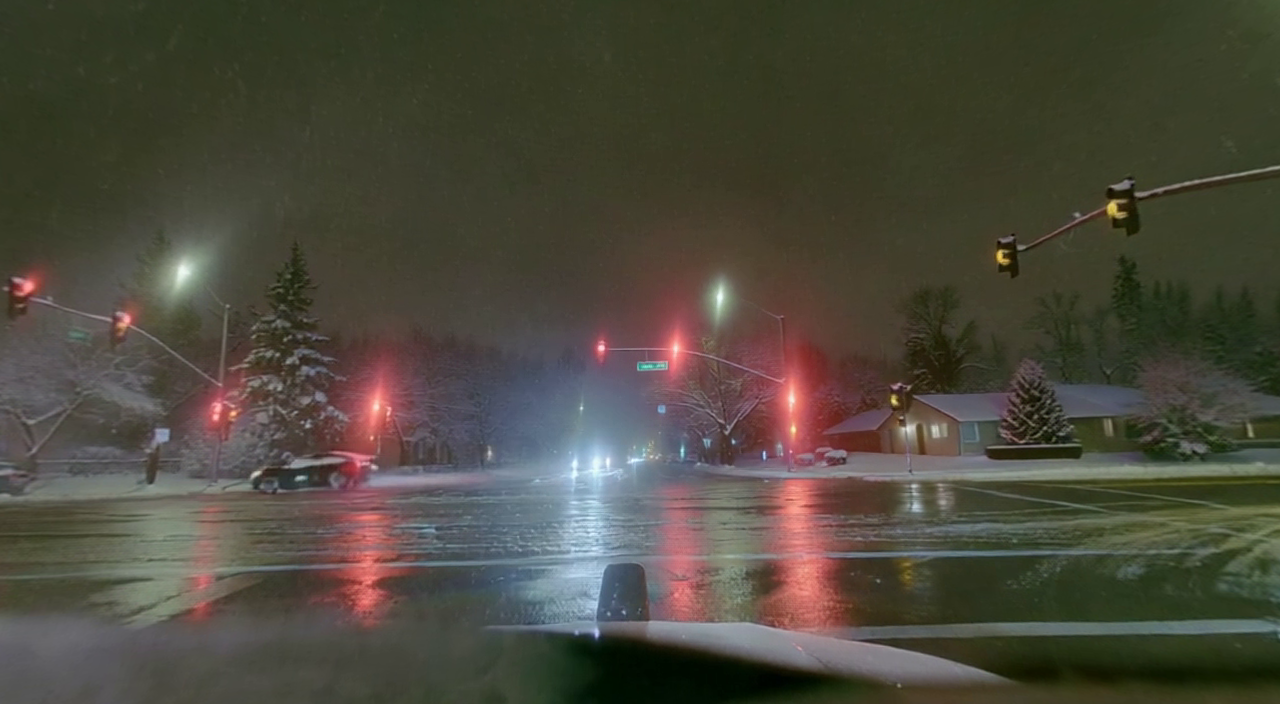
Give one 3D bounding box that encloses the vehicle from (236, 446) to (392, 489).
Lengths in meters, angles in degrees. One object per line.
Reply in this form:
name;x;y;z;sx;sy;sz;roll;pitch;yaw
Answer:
vehicle;-11.608;4.131;22.654;4.562;1.460;1.822;0;-8;0
